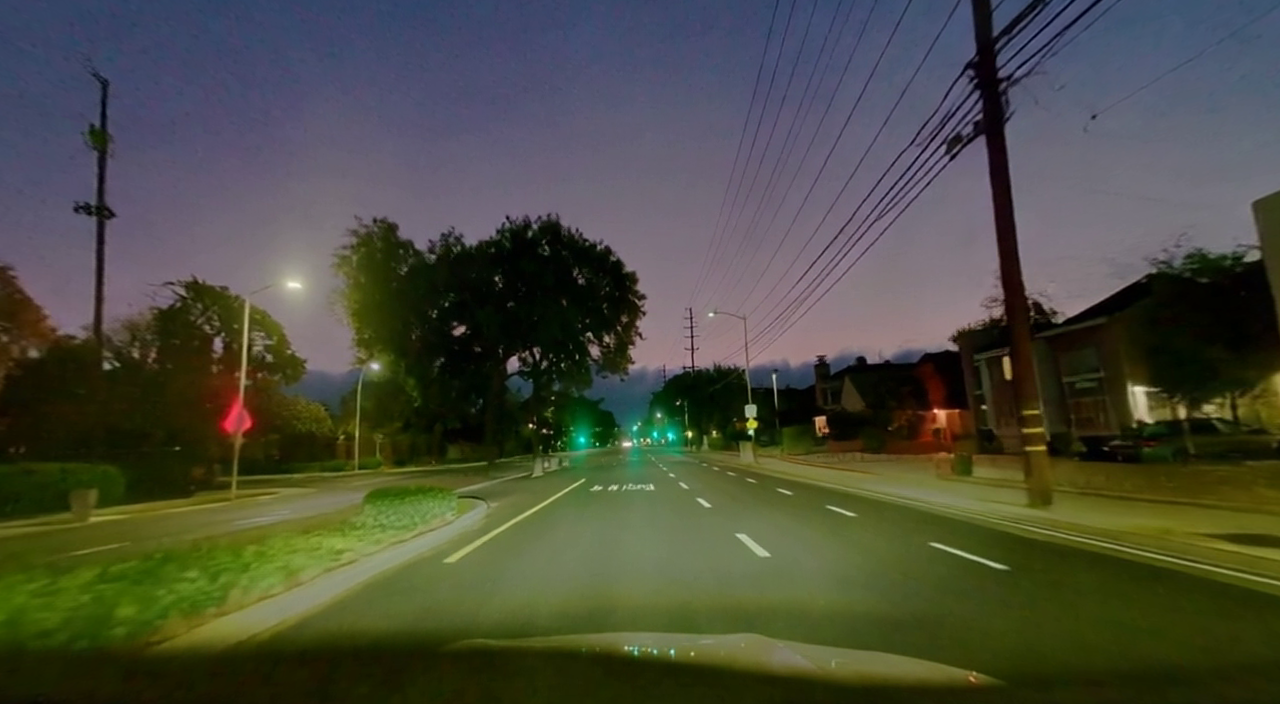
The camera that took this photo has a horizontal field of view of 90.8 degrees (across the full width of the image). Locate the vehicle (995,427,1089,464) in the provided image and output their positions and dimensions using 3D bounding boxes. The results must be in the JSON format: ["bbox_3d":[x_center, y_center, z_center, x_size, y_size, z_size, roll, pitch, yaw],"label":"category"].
[{"bbox_3d":[22.067,5.155,34.963,1.960,1.873,4.839,0,-8,0],"label":"vehicle"}]

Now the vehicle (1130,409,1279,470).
[{"bbox_3d":[16.611,2.403,17.301,4.681,1.541,2.049,0,-8,-3],"label":"vehicle"}]
